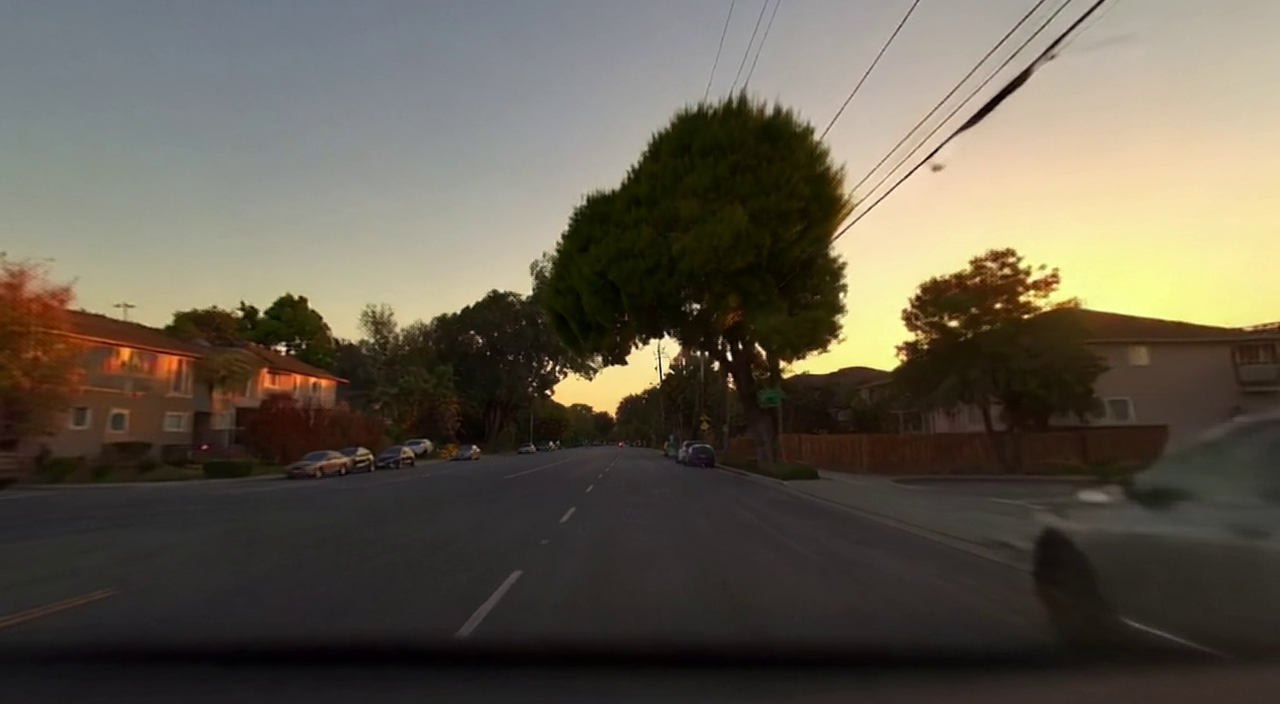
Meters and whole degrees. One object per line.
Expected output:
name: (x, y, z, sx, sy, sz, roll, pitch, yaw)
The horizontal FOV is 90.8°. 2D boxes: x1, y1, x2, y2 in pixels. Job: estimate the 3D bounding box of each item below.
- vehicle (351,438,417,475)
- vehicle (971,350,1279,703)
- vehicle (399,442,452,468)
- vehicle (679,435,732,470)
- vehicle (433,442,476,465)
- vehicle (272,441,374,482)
vehicle: (-13.715, 5.585, 34.084, 1.844, 1.764, 4.183, -1, -7, 0)
vehicle: (3.836, 0.853, 2.624, 1.996, 1.749, 5.217, 0, -8, -1)
vehicle: (-13.748, 6.616, 40.761, 1.921, 1.498, 4.460, 0, -7, -1)
vehicle: (3.395, 5.345, 33.805, 2.221, 1.718, 5.192, 0, -8, 0)
vehicle: (-13.732, 7.502, 46.988, 1.899, 1.474, 4.529, -1, -7, -1)
vehicle: (-13.668, 4.712, 27.546, 2.131, 1.492, 4.310, -1, -6, 2)
